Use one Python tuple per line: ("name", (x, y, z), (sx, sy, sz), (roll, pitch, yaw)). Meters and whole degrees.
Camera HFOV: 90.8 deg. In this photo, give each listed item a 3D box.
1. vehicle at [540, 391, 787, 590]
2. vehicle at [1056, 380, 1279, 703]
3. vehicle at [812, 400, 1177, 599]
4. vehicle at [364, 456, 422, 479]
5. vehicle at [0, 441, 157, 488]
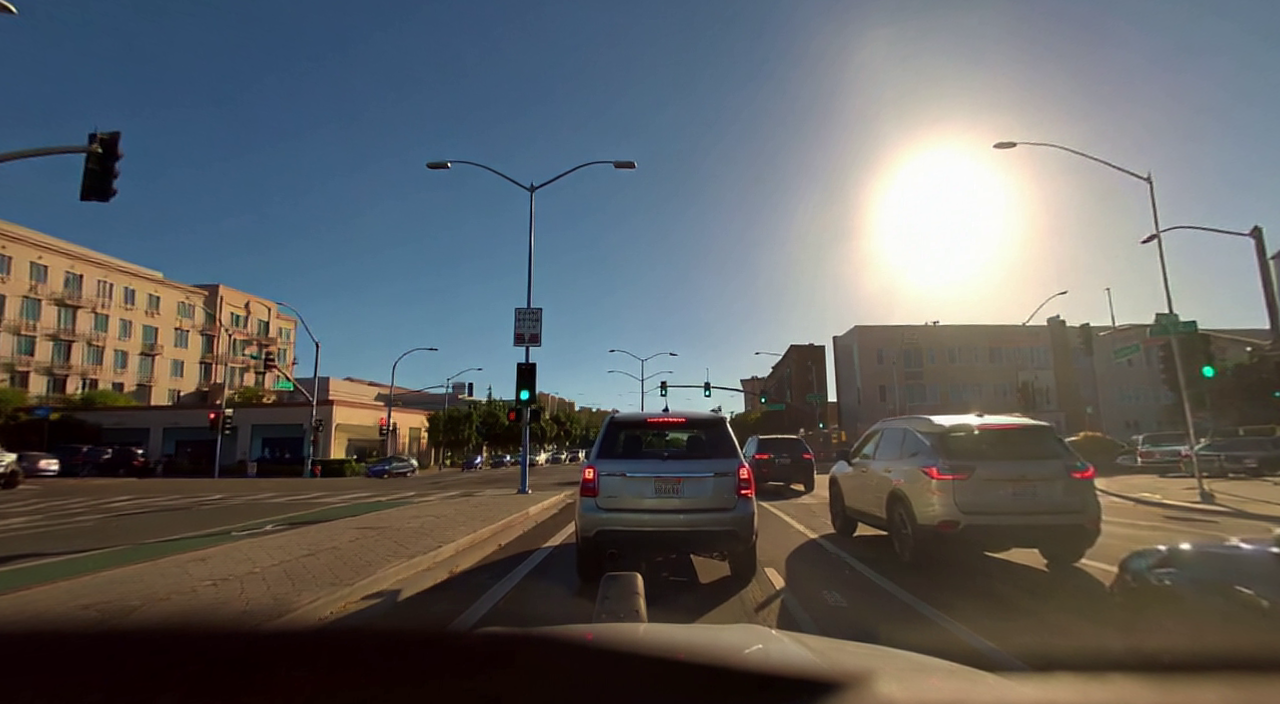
("vehicle", (0.273, 1.625, 8.172), (2.292, 1.840, 4.394), (0, -9, 2))
("vehicle", (3.138, 0.665, 0.839), (2.056, 1.516, 4.776), (0, -9, 2))
("vehicle", (3.649, 1.600, 7.675), (2.018, 1.701, 4.288), (0, -9, 2))
("vehicle", (-17.767, 8.318, 45.665), (1.872, 1.477, 3.981), (-2, -9, 15))
("vehicle", (-24.572, 4.870, 27.526), (5.062, 1.946, 2.243), (0, -9, -1))
